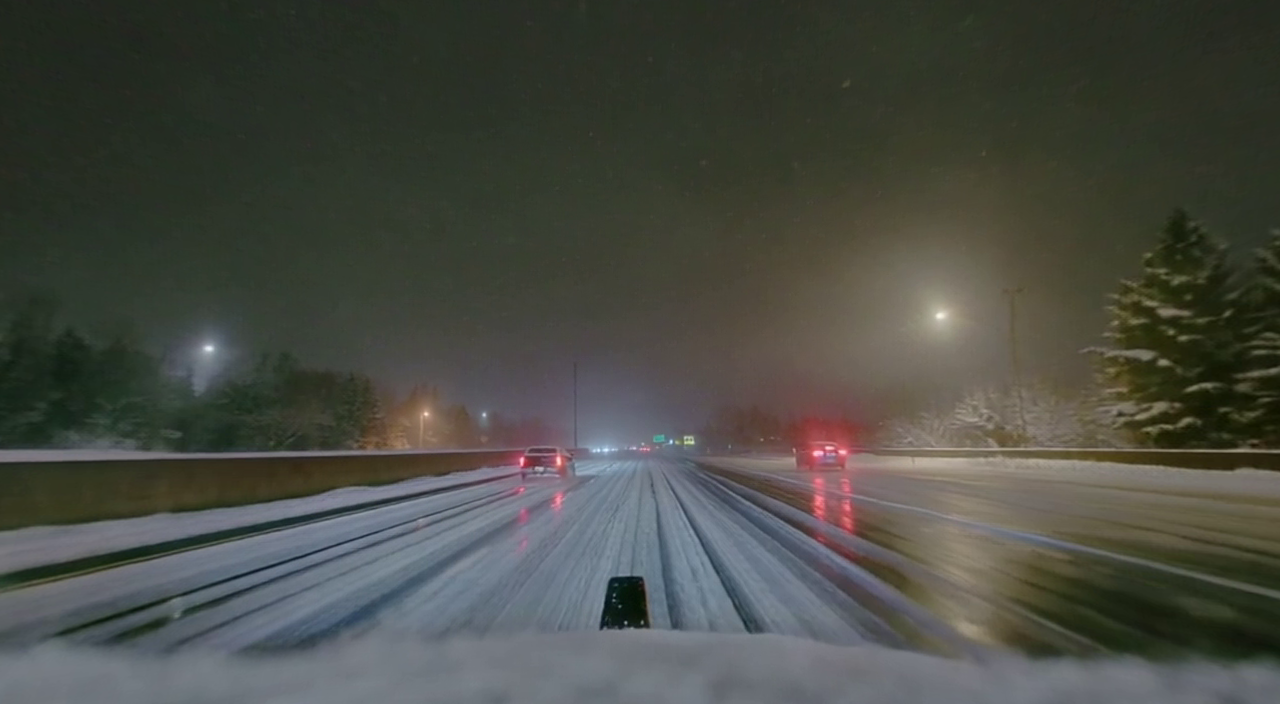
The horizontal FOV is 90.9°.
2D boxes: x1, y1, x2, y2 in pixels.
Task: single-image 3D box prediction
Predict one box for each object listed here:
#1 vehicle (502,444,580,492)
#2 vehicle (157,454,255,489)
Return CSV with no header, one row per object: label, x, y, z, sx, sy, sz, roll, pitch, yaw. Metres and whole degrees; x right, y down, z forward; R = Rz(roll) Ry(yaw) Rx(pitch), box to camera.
vehicle,-3.302,3.936,21.785,1.968,1.504,3.892,0,-8,1
vehicle,-20.249,5.564,29.603,1.755,1.449,4.009,0,-8,0
